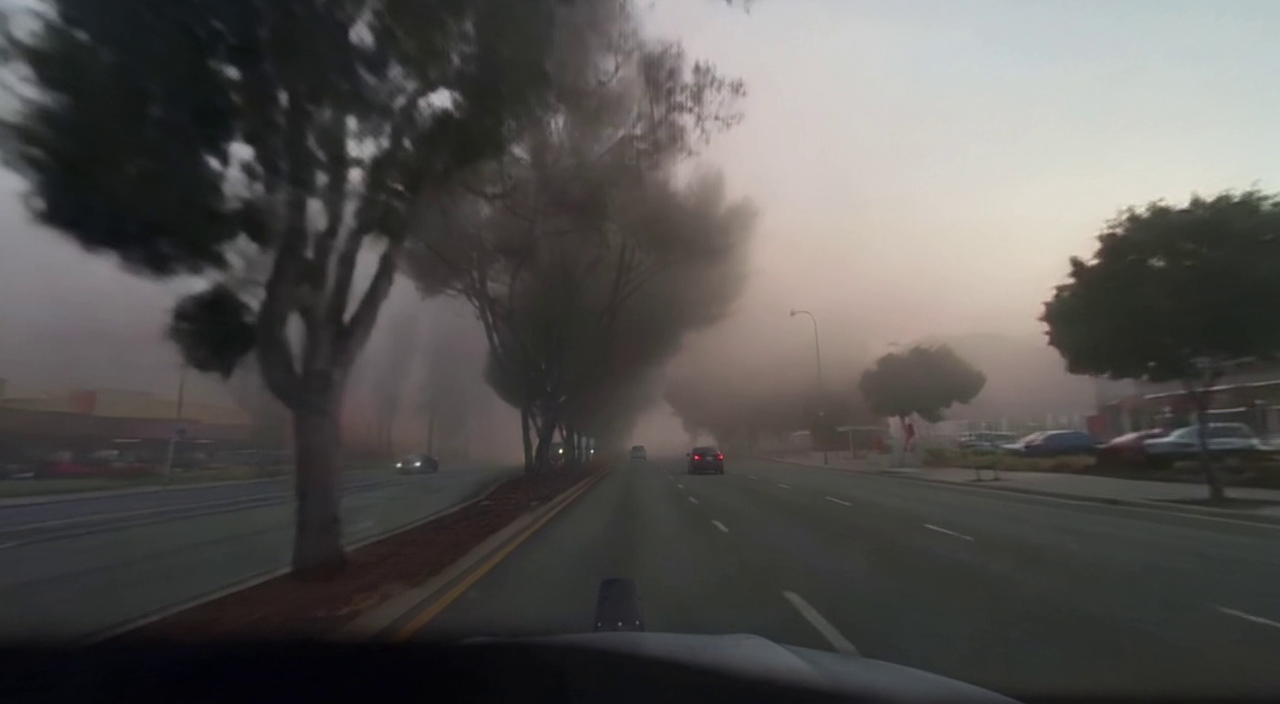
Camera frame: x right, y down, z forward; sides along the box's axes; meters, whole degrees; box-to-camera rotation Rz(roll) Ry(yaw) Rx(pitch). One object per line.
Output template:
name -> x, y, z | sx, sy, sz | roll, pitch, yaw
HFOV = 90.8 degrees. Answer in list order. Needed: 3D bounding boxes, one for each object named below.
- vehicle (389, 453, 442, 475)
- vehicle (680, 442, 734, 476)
vehicle -> -15.513, 7.743, 43.852 | 2.000, 1.452, 4.469 | 0, -9, 1
vehicle -> 3.085, 5.067, 30.098 | 1.983, 1.482, 4.463 | 0, -9, -1
